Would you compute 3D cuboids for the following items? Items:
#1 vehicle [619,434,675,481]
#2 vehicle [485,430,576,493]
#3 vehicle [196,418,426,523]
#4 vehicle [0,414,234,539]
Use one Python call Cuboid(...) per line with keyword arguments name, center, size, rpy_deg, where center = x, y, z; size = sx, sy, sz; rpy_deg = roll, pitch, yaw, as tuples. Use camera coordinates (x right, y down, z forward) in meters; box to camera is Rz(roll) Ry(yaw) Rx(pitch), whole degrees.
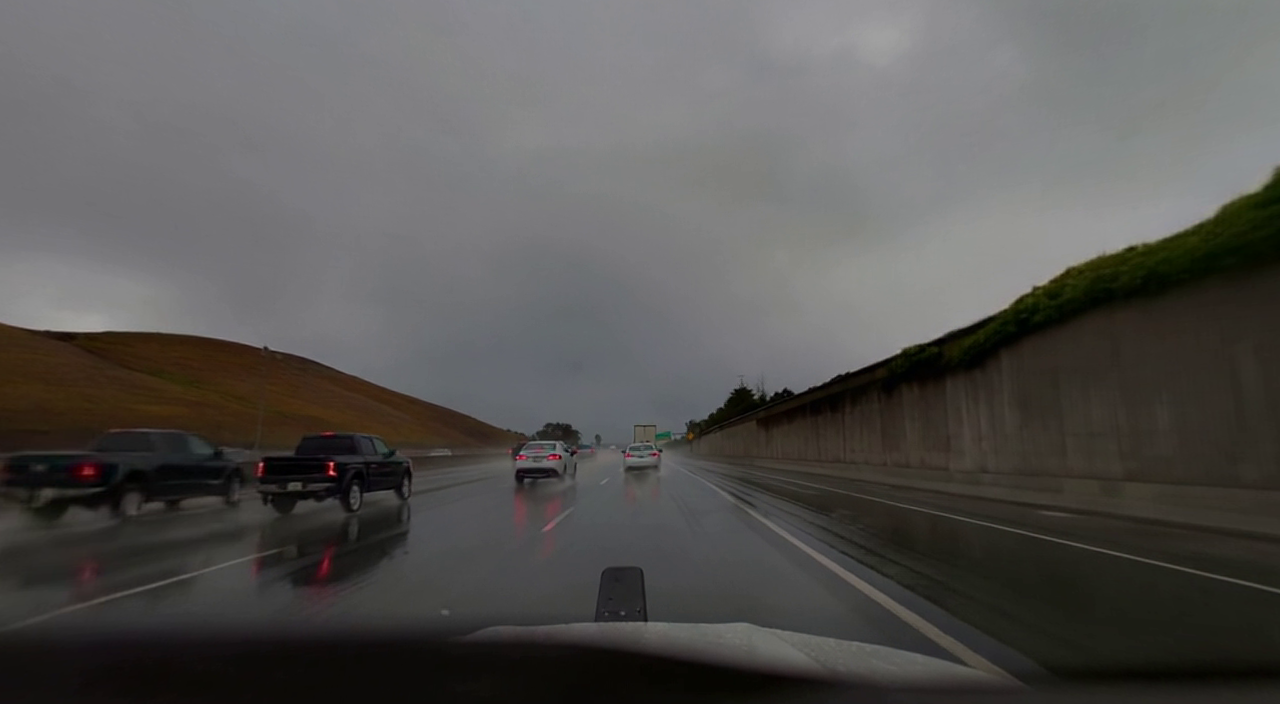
Cuboid(name="vehicle", center=(0.252, 4.506, 27.155), size=(2.233, 1.804, 4.273), rpy_deg=(0, -9, -1))
Cuboid(name="vehicle", center=(-3.437, 3.550, 20.769), size=(2.093, 1.820, 4.506), rpy_deg=(0, -9, 1))
Cuboid(name="vehicle", center=(-6.751, 2.497, 13.870), size=(2.108, 1.856, 5.214), rpy_deg=(0, -9, 1))
Cuboid(name="vehicle", center=(-10.996, 2.343, 12.549), size=(2.230, 1.928, 5.333), rpy_deg=(0, -9, 0))
